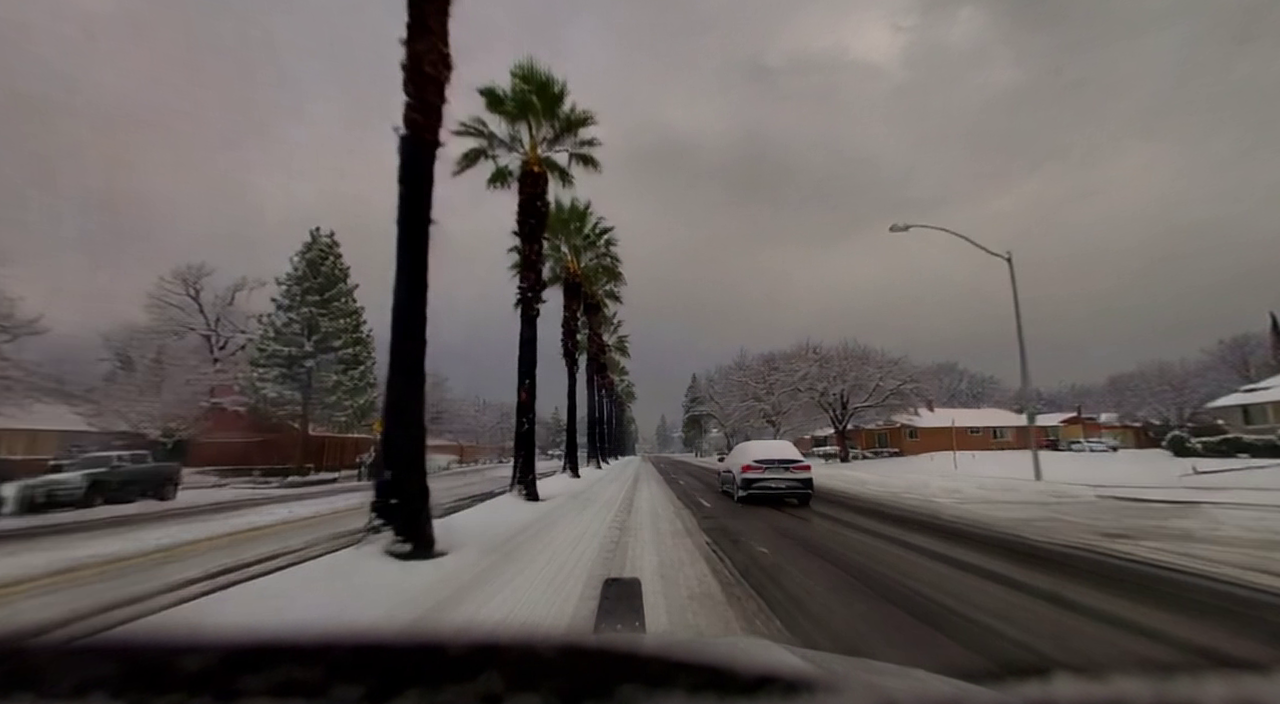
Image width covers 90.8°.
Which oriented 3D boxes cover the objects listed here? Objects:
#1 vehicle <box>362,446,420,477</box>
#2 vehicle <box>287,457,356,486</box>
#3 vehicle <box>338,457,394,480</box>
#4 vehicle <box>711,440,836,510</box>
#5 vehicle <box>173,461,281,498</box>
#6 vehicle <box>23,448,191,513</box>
[{"bbox_3d":[-19.078,8.427,48.742,2.344,2.232,5.170,0,-9,0],"label":"vehicle"},{"bbox_3d":[-18.874,7.078,37.714,1.811,1.539,4.560,0,-9,-1],"label":"vehicle"},{"bbox_3d":[-18.670,7.928,43.210,1.828,1.472,4.464,0,-9,0],"label":"vehicle"},{"bbox_3d":[3.134,2.997,15.951,1.989,1.492,4.689,0,-9,-2],"label":"vehicle"},{"bbox_3d":[-19.054,5.884,29.452,1.848,1.432,4.662,0,-9,1],"label":"vehicle"},{"bbox_3d":[-19.155,4.613,23.078,1.987,1.998,4.642,-4,-10,1],"label":"vehicle"}]
